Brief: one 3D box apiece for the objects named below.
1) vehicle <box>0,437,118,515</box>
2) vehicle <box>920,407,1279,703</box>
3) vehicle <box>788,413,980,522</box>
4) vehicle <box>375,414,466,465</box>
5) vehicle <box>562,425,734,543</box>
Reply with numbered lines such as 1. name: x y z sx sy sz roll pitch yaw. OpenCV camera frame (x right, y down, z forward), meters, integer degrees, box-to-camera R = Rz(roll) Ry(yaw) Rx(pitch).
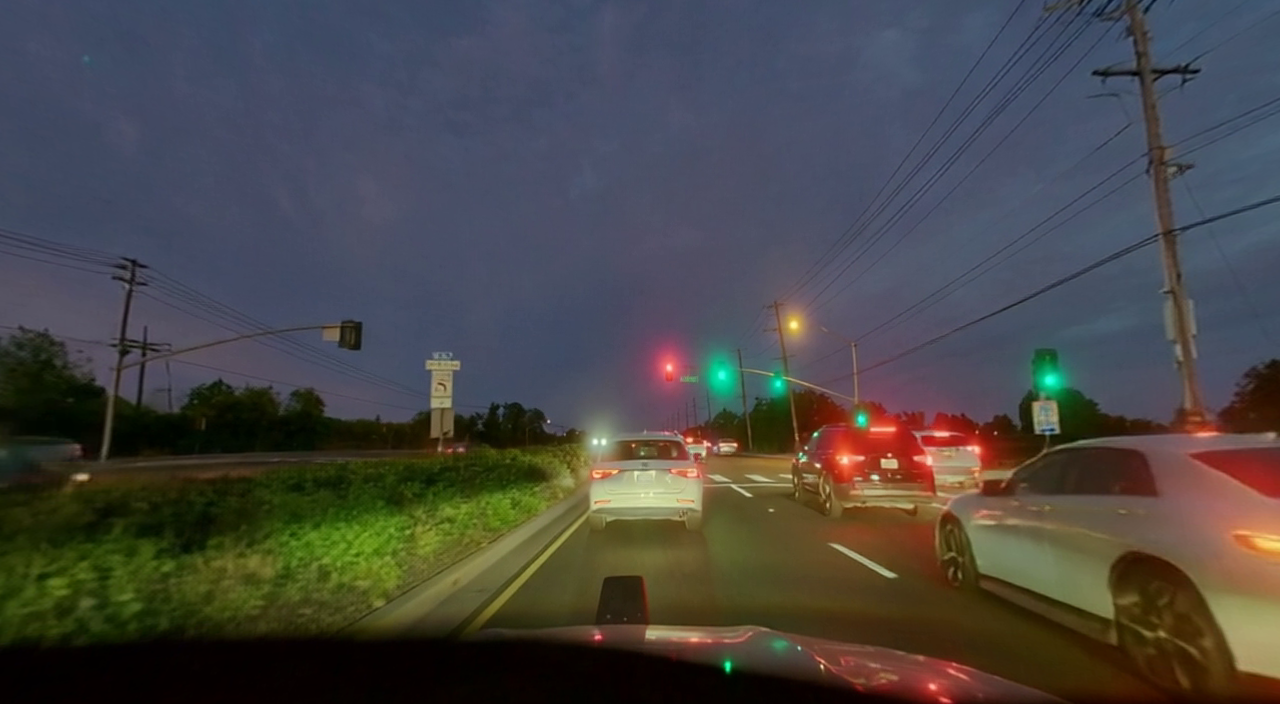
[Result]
1. vehicle: -17.556 3.265 16.703 2.262 1.967 5.814 -1 -8 3
2. vehicle: 3.548 1.091 3.426 2.028 1.454 4.531 0 -8 1
3. vehicle: 4.476 2.197 12.442 2.140 1.753 4.256 0 -8 1
4. vehicle: -15.666 6.430 45.848 2.934 3.328 8.716 -1 -8 4
5. vehicle: 0.128 2.030 10.354 2.208 1.498 4.401 0 -8 1
